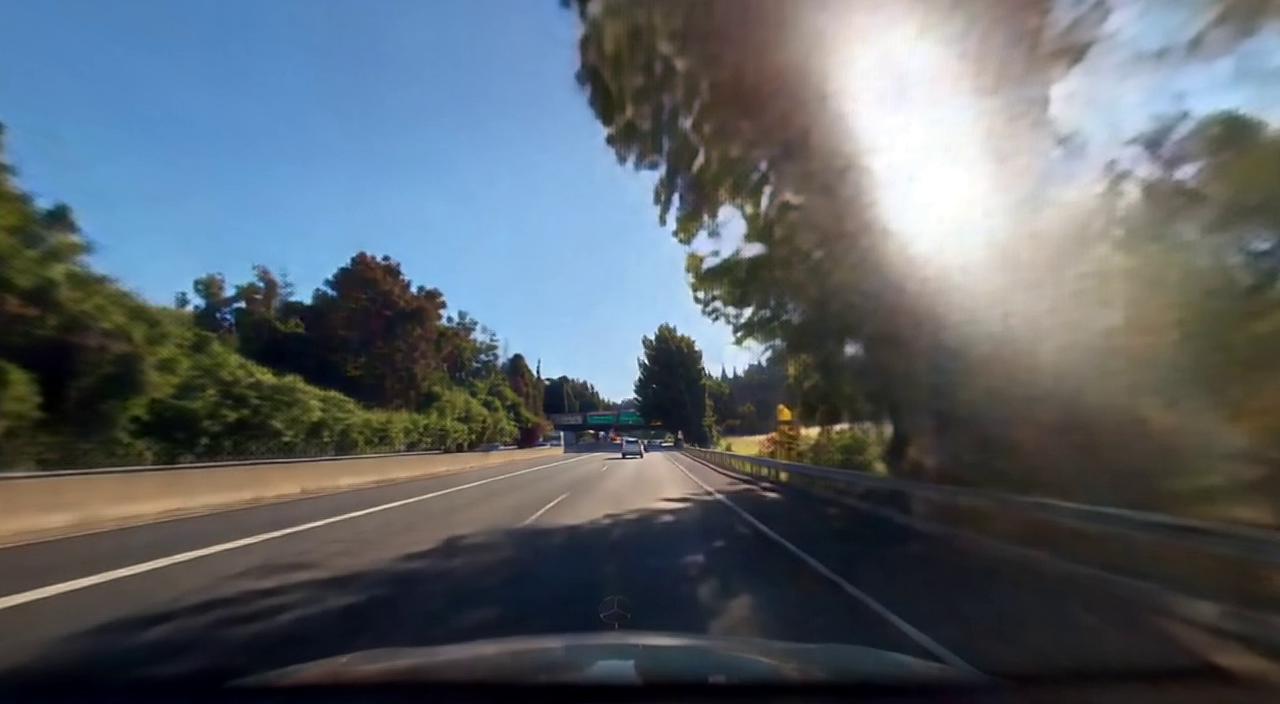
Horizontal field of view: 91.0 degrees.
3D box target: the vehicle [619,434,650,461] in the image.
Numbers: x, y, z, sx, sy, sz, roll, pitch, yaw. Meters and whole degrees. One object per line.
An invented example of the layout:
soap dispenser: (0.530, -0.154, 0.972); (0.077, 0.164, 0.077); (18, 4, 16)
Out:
vehicle: (-0.382, 6.903, 45.554); (2.188, 1.825, 4.282); (-1, -8, 0)
